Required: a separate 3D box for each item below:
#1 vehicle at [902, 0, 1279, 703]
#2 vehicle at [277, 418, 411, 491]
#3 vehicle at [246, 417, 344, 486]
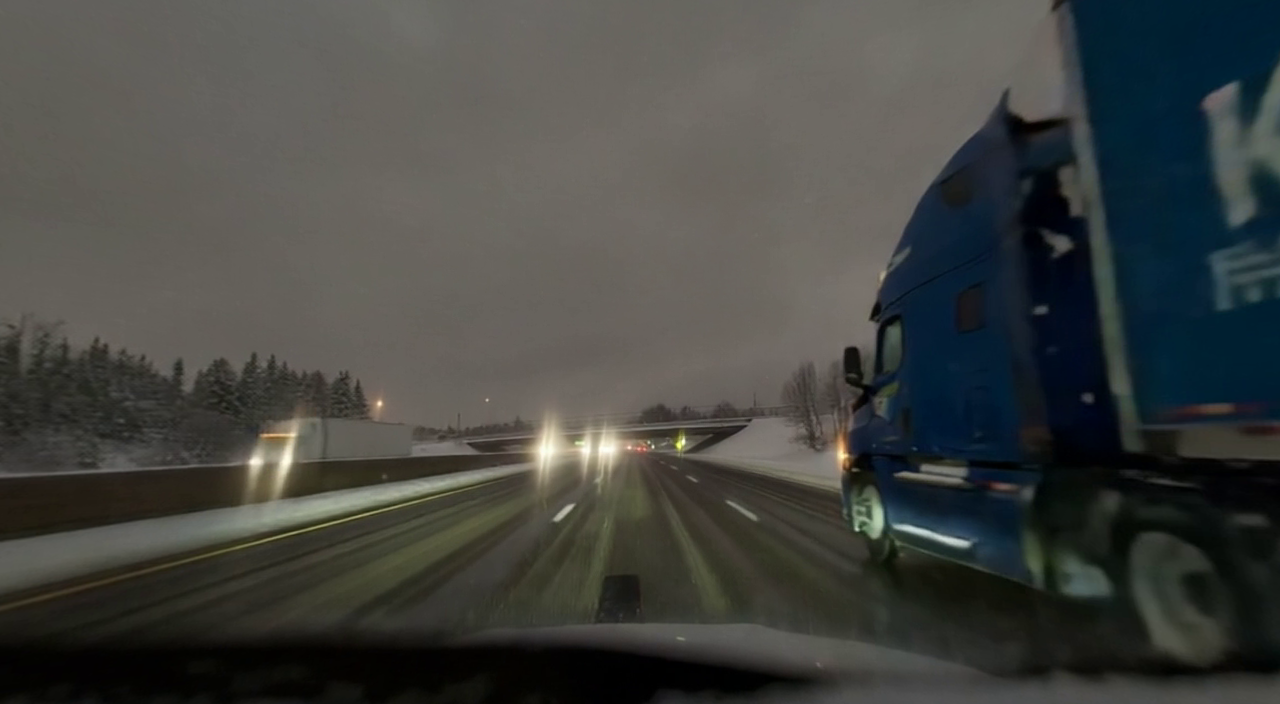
[{"bbox_3d":[4.433,0.003,3.696,3.016,3.938,5.838,0,-9,-1],"label":"vehicle"},{"bbox_3d":[-20.589,7.333,45.386,3.091,4.397,13.932,0,-9,-1],"label":"vehicle"},{"bbox_3d":[-20.448,5.931,37.592,3.053,3.842,4.764,0,-9,-1],"label":"vehicle"}]
